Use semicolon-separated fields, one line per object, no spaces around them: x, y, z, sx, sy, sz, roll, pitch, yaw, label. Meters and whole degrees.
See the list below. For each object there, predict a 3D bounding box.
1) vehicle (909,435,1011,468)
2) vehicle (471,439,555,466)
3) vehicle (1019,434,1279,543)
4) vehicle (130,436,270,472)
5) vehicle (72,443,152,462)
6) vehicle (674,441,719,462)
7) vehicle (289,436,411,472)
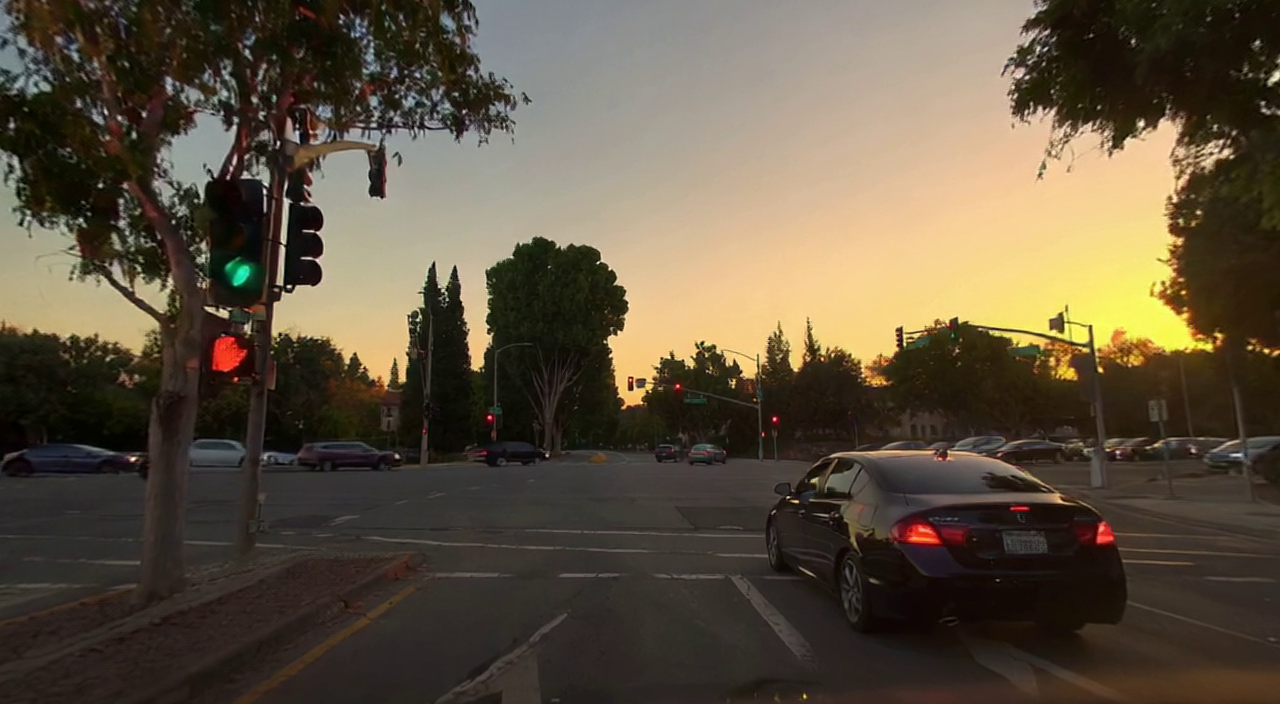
16.562;5.150;32.955;2.001;1.561;4.481;3;-9;-22;vehicle
-7.500;5.942;37.541;1.891;1.472;4.580;-8;-12;44;vehicle
9.299;2.336;11.450;1.993;1.505;4.721;3;-9;0;vehicle
-19.546;4.553;28.356;4.709;1.514;1.985;3;-9;-21;vehicle
-40.542;7.725;48.593;4.345;1.426;1.722;2;-9;-8;vehicle
4.287;7.489;47.488;1.935;1.476;4.849;-4;-9;23;vehicle
-12.767;4.508;28.047;4.671;1.465;1.934;4;-9;-24;vehicle
